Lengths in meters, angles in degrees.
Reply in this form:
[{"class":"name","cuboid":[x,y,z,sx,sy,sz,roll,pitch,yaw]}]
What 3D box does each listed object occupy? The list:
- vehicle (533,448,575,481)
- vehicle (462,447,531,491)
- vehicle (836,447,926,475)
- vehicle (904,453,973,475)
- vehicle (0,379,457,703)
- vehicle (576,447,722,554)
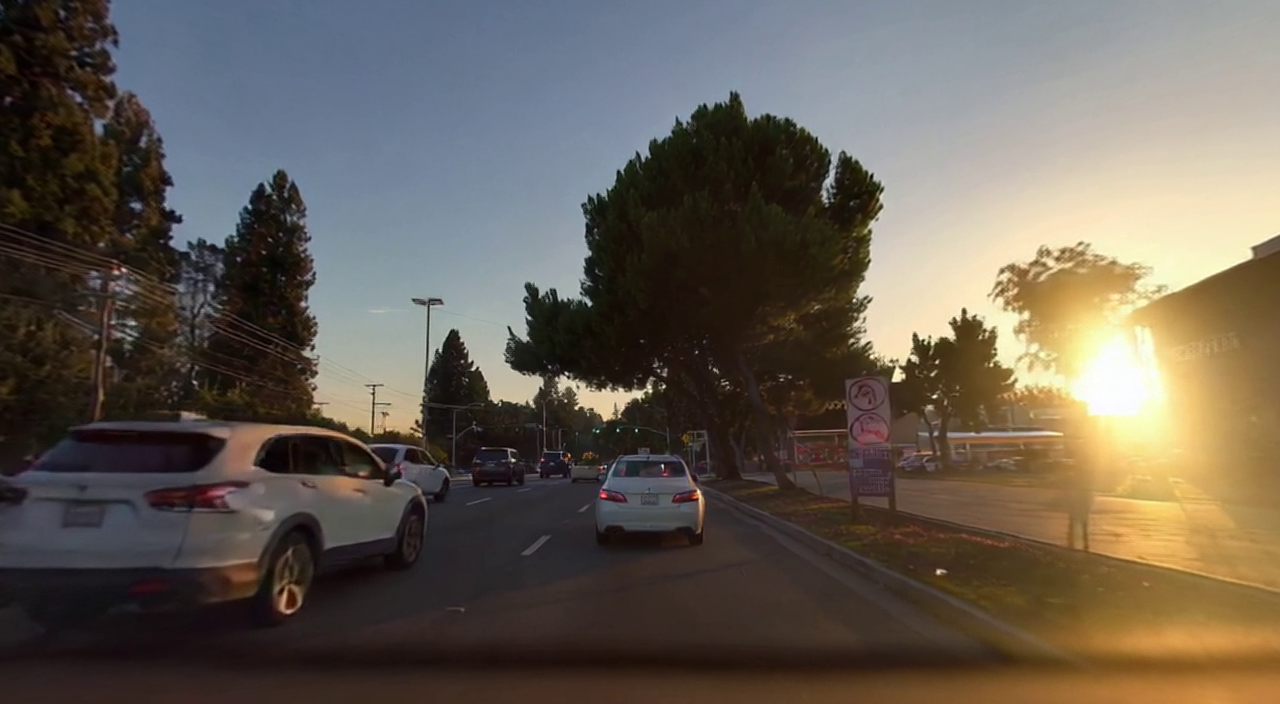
[{"class":"vehicle","cuboid":[-6.324,8.364,47.096,2.348,2.250,5.004,0,-9,1]},{"class":"vehicle","cuboid":[-6.697,5.470,29.959,2.130,1.900,4.470,0,-9,1]},{"class":"vehicle","cuboid":[18.349,8.286,48.145,5.852,1.962,2.323,-8,-12,42]},{"class":"vehicle","cuboid":[22.580,8.465,47.647,4.220,1.550,1.935,-10,-13,43]},{"class":"vehicle","cuboid":[-3.483,1.359,5.784,2.055,1.725,4.732,0,-9,1]},{"class":"vehicle","cuboid":[0.170,2.434,11.069,2.091,1.494,3.962,0,-9,1]}]
